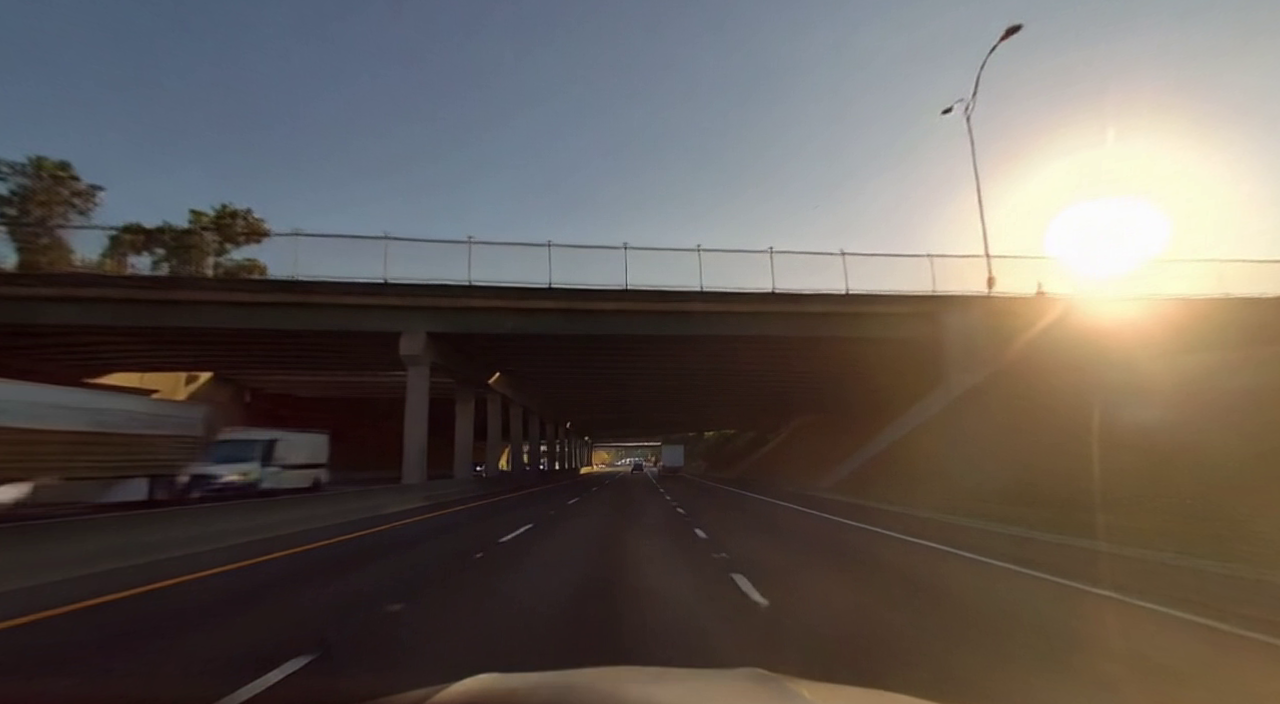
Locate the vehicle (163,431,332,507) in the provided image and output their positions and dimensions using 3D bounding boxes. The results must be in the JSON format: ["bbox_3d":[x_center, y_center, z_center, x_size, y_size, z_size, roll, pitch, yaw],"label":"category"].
[{"bbox_3d":[-15.059,4.602,24.940,2.237,2.564,6.691,1,-10,1],"label":"vehicle"}]

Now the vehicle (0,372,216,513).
[{"bbox_3d":[-20.066,2.939,20.108,2.947,4.043,14.376,1,-10,0],"label":"vehicle"}]
